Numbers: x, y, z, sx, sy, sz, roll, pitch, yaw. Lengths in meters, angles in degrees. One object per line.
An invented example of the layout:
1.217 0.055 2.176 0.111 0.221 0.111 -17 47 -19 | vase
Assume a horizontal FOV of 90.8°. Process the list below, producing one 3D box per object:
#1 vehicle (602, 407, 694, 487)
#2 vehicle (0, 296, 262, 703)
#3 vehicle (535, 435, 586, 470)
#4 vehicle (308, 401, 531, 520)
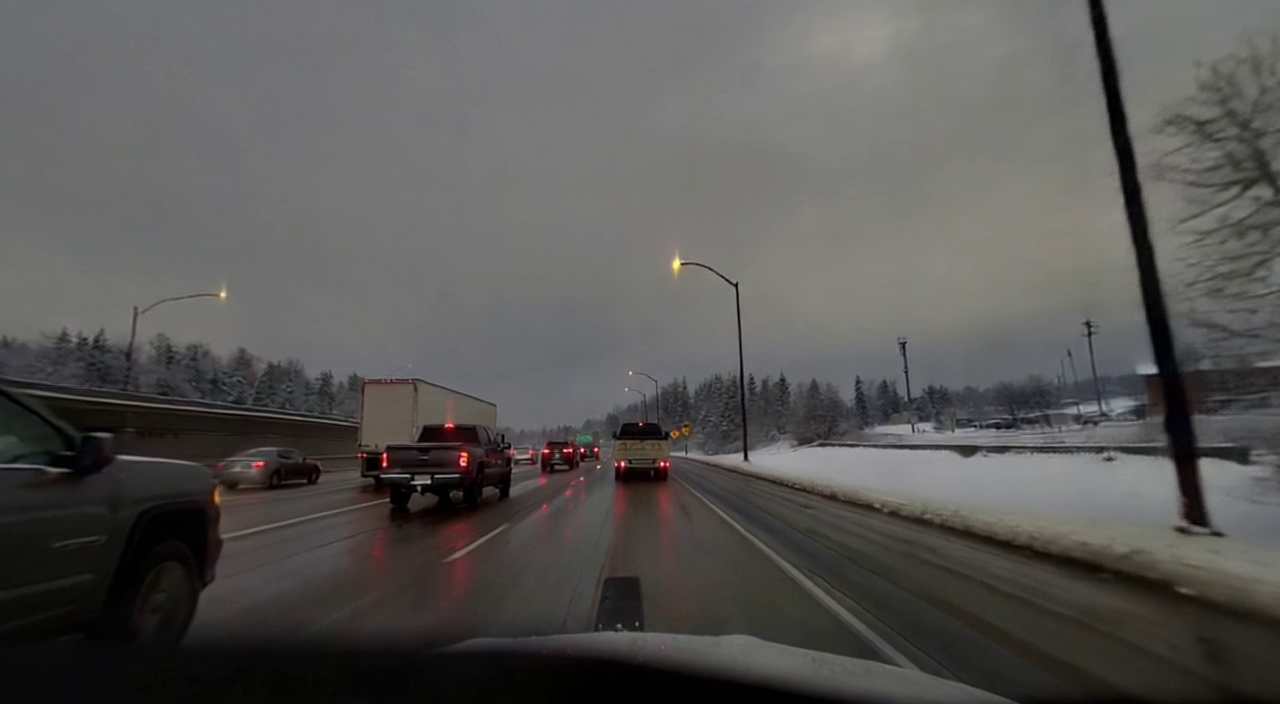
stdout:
0.127 3.540 23.804 2.886 2.471 7.692 0 -8 -2 | vehicle
-3.553 0.581 1.351 2.303 1.835 5.044 -1 -8 1 | vehicle
-4.594 5.897 37.325 2.329 1.859 4.823 -1 -8 1 | vehicle
-4.181 2.224 13.455 2.575 1.958 5.730 -1 -8 1 | vehicle
